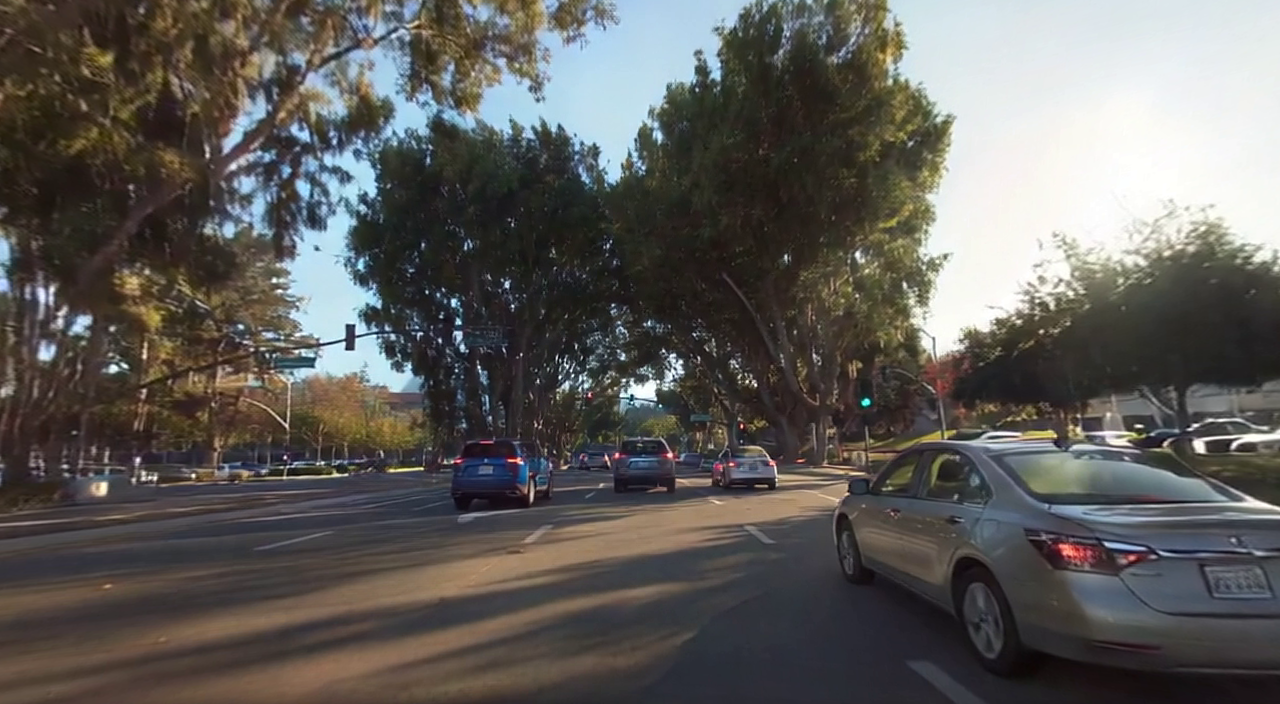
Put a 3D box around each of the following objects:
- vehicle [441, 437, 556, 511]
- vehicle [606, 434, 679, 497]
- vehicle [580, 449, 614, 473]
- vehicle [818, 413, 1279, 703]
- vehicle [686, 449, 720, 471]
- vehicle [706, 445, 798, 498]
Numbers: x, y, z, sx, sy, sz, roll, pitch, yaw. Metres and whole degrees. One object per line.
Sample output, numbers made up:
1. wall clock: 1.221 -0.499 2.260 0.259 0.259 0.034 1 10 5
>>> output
1. vehicle: -3.588 3.164 16.894 2.039 1.709 4.265 0 -8 1
2. vehicle: 0.083 3.666 20.821 2.132 1.816 4.471 0 -8 0
3. vehicle: -2.785 7.225 42.108 1.897 1.479 4.204 0 -8 1
4. vehicle: 3.110 1.364 5.200 1.976 1.491 4.427 0 -8 0
5. vehicle: 4.373 7.579 44.471 1.996 1.443 4.270 0 -8 0
6. vehicle: 3.476 3.807 20.597 2.036 1.480 4.659 0 -8 -2
